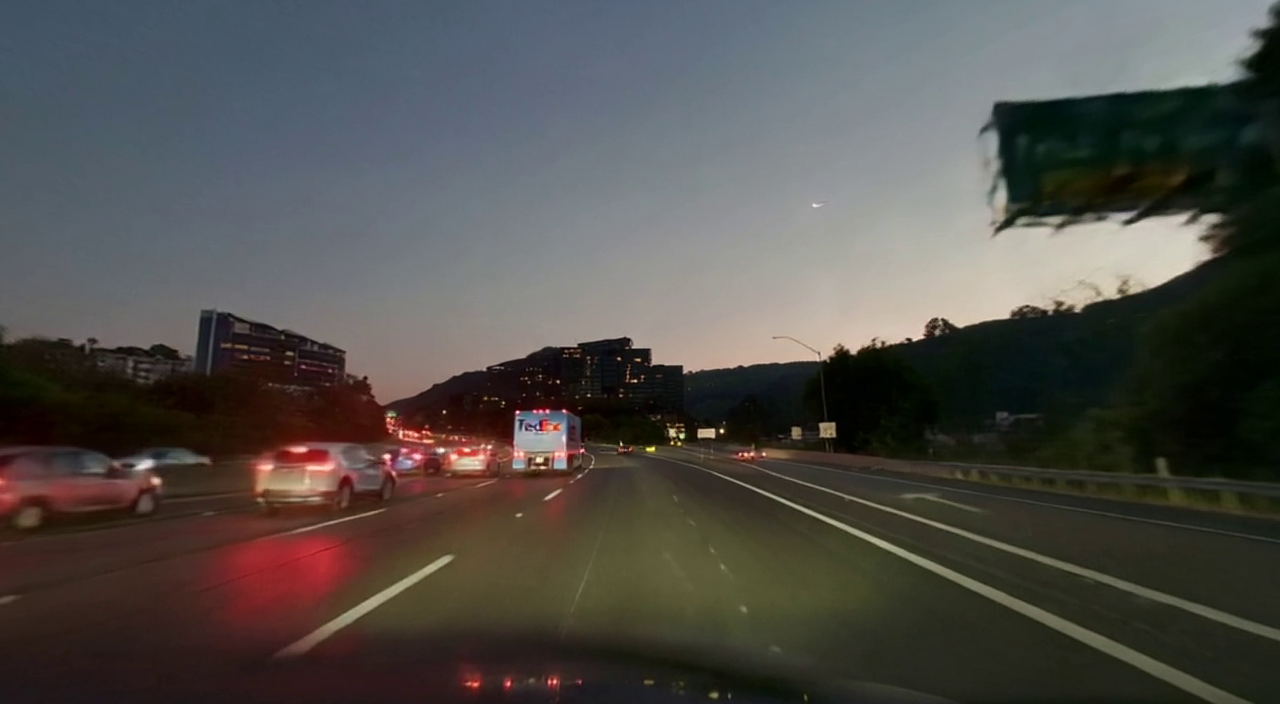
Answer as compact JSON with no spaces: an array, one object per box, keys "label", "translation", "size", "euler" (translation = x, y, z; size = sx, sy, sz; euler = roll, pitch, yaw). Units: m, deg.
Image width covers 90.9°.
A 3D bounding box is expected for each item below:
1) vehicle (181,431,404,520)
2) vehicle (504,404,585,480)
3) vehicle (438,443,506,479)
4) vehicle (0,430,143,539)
[{"label":"vehicle","translation":[-7.859,2.829,15.091],"size":[2.461,1.767,4.991],"euler":[0,-8,0]},{"label":"vehicle","translation":[-4.388,4.388,30.739],"size":[2.798,3.212,7.573],"euler":[0,-8,0]},{"label":"vehicle","translation":[-8.214,5.338,31.285],"size":[2.143,1.628,4.559],"euler":[0,-8,0]},{"label":"vehicle","translation":[-11.679,2.272,10.966],"size":[2.188,1.784,4.724],"euler":[0,-8,0]}]
